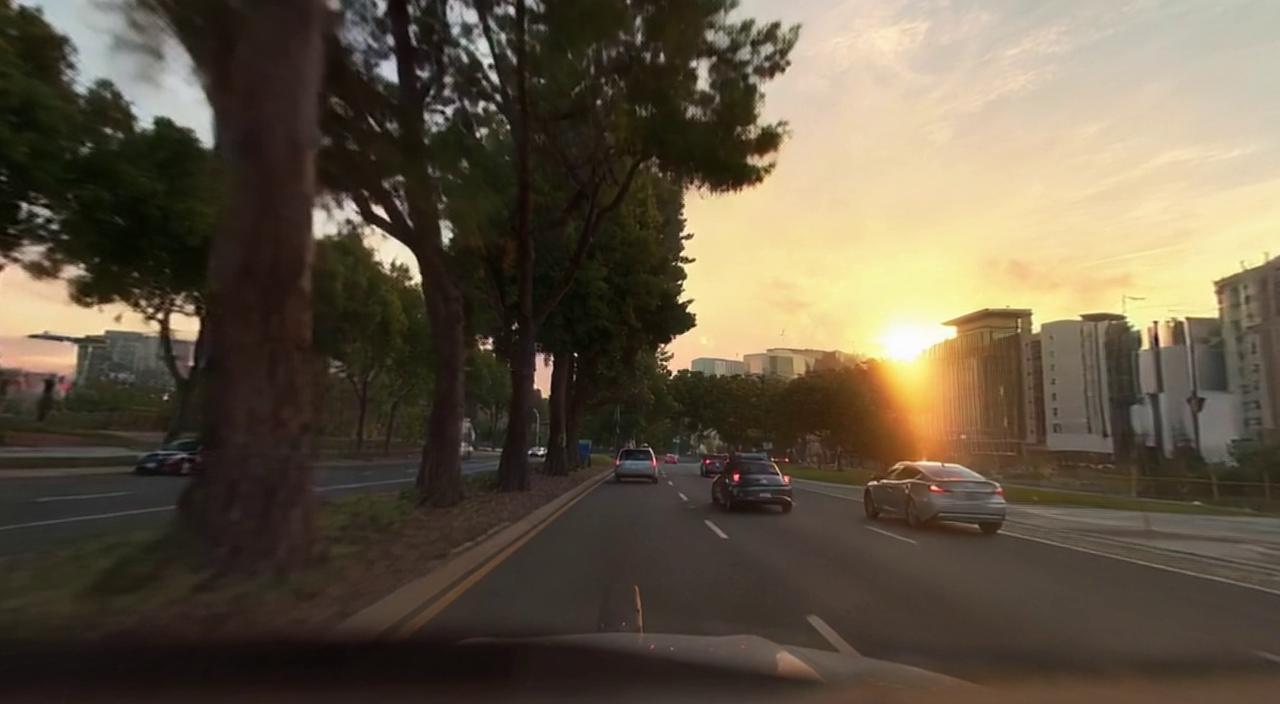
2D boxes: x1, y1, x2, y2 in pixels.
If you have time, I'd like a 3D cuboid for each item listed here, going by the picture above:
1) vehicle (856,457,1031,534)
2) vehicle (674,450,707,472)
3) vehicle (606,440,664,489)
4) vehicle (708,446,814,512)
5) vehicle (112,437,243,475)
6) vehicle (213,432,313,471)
[{"bbox_3d":[6.800,3.215,14.694,1.944,1.458,4.268,0,-9,0],"label":"vehicle"},{"bbox_3d":[3.566,7.778,45.064,2.012,1.462,4.163,0,-9,-1],"label":"vehicle"},{"bbox_3d":[-0.154,4.204,23.811,2.008,1.674,4.239,0,-9,0],"label":"vehicle"},{"bbox_3d":[3.033,3.288,16.732,1.932,1.510,4.168,0,-9,-1],"label":"vehicle"},{"bbox_3d":[-19.009,4.302,26.110,1.905,1.428,4.637,0,-9,0],"label":"vehicle"},{"bbox_3d":[-19.093,5.074,32.106,2.043,1.707,4.798,3,-9,0],"label":"vehicle"}]
